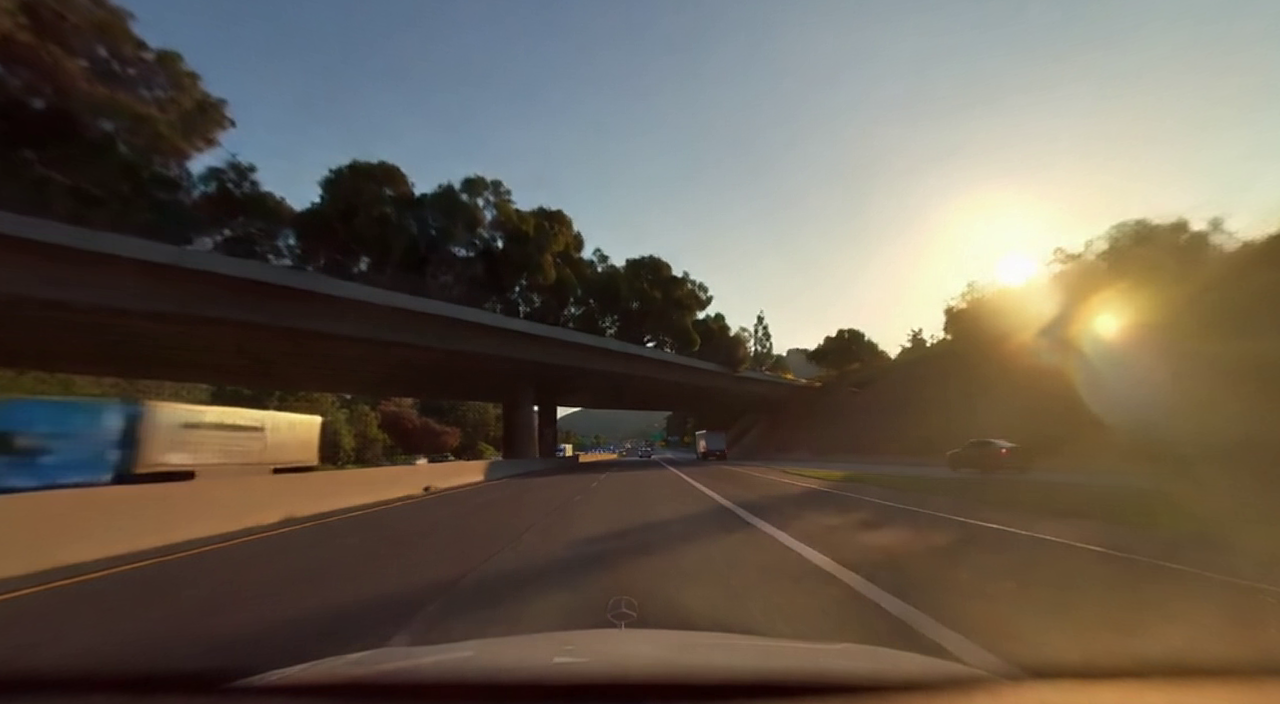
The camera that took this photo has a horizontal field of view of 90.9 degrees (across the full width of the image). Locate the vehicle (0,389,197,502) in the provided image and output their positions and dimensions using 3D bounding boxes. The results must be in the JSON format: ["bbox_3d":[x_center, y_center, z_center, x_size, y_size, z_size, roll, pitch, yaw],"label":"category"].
[{"bbox_3d":[-20.621,3.563,24.011,2.929,3.767,5.935,0,-9,0],"label":"vehicle"}]

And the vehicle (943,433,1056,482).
[{"bbox_3d":[14.366,4.240,25.471,2.038,1.823,3.744,1,-9,-6],"label":"vehicle"}]
